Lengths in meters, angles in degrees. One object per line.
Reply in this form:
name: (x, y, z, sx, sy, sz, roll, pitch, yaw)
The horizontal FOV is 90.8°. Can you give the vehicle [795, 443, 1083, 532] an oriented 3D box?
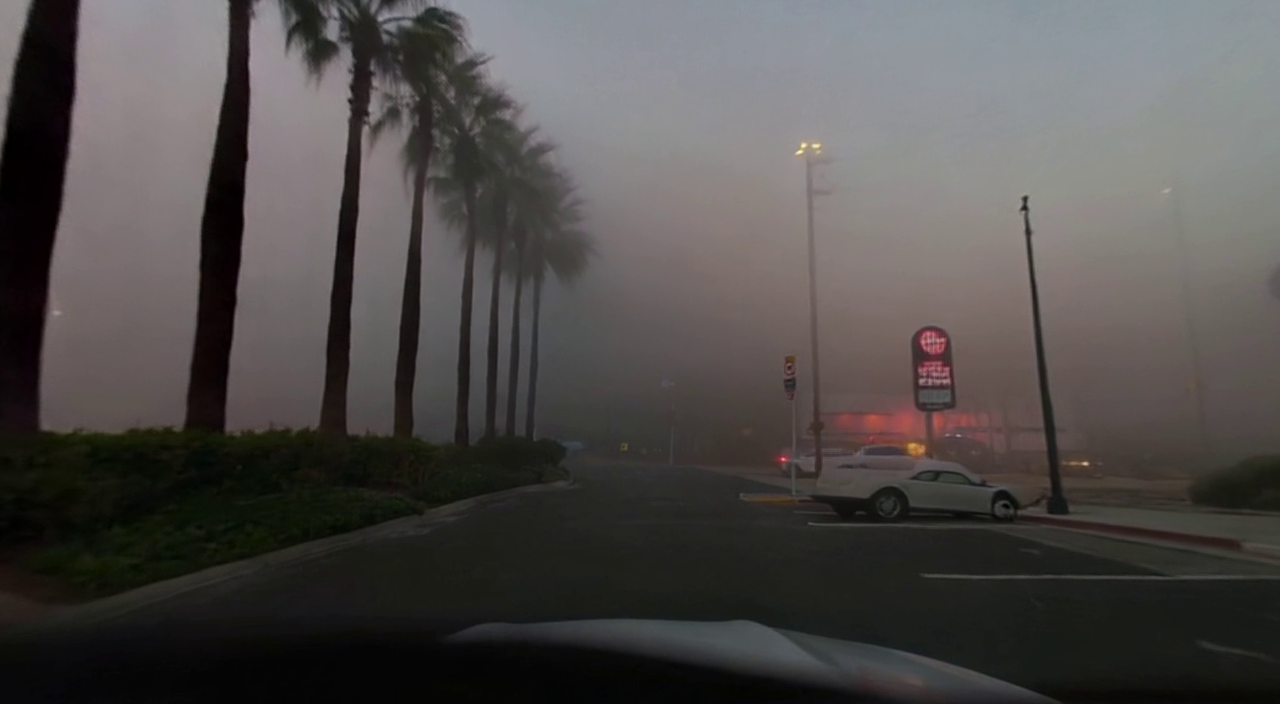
vehicle: (5.731, 2.592, 12.515, 4.742, 1.506, 1.919, 0, -8, -5)
